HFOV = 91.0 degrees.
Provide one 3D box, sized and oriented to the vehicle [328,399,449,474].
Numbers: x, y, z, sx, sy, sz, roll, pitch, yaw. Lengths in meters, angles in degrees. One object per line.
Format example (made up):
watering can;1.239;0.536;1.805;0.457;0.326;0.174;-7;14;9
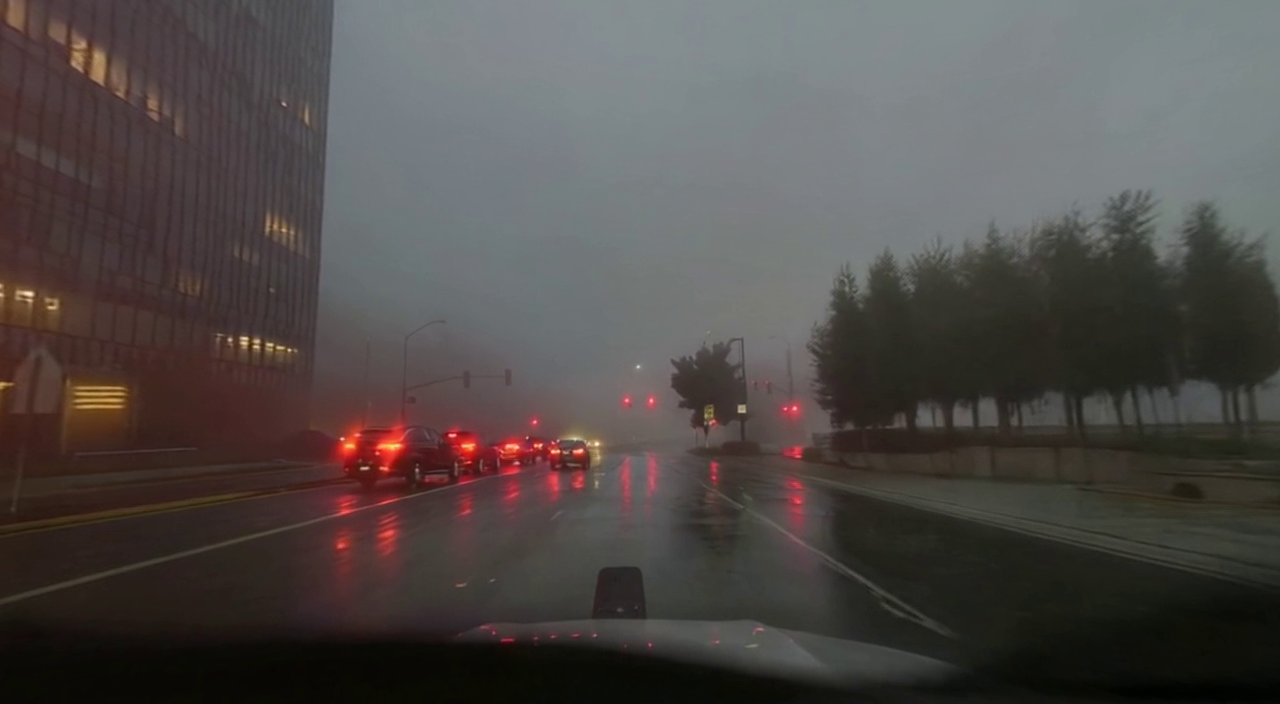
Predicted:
vehicle;-12.508;4.396;32.228;2.887;3.366;7.454;0;-9;1

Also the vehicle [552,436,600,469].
vehicle;-3.522;5.682;35.623;2.181;1.706;4.334;0;-9;1

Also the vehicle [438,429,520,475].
vehicle;-6.976;4.393;27.855;2.204;1.844;4.766;0;-9;2
